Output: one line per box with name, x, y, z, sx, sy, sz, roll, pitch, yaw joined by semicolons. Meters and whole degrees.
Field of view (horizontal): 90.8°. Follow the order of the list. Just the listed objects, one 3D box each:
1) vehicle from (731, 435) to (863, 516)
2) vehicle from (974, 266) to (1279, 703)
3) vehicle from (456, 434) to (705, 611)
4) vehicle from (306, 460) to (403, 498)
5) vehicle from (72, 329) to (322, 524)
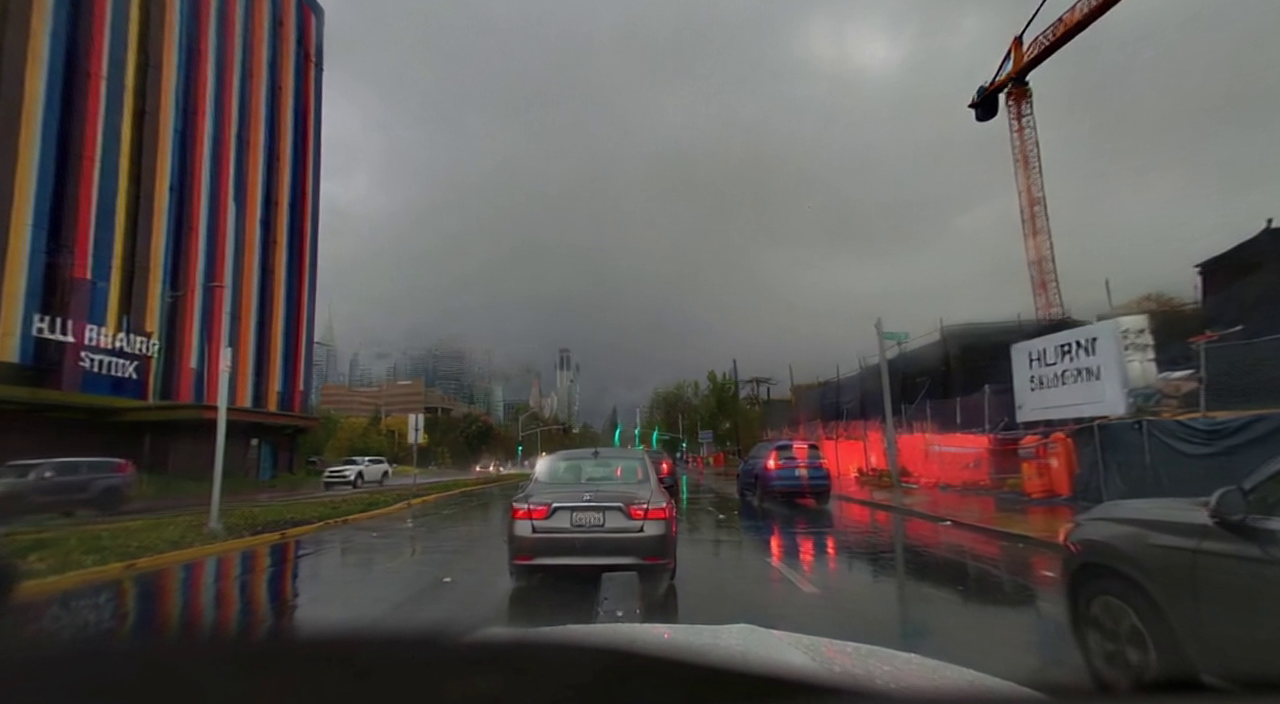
vehicle;3.907;3.163;16.804;2.185;1.797;4.934;0;-8;-1
vehicle;3.381;0.587;1.656;2.182;1.954;5.341;0;-8;2
vehicle;-0.467;1.772;7.555;2.131;1.496;4.193;0;-8;1
vehicle;-12.949;5.771;29.014;1.986;1.476;4.753;-1;-8;3
vehicle;-9.102;1.620;13.488;2.592;3.548;3.414;-2;-9;4
